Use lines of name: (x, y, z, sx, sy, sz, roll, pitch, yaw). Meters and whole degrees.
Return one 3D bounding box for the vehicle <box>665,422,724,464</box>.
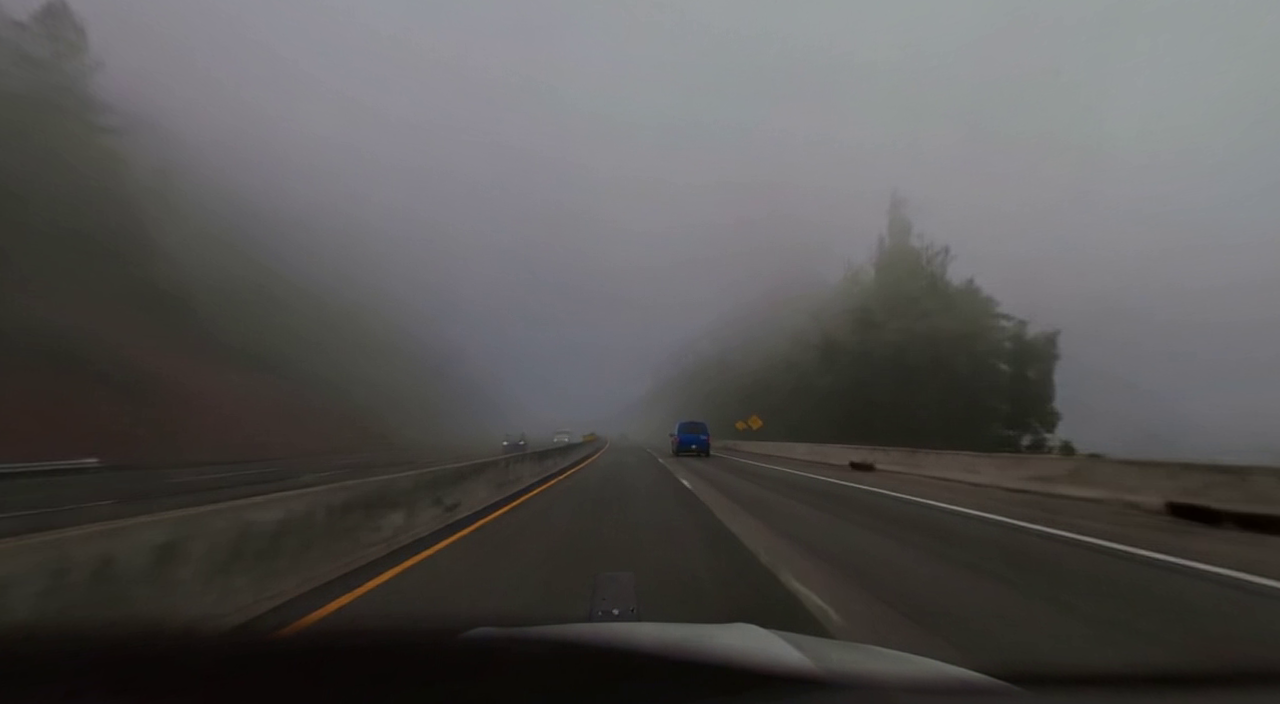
vehicle: (2.487, 4.294, 29.952, 2.240, 1.801, 4.545, 0, -8, -2)
